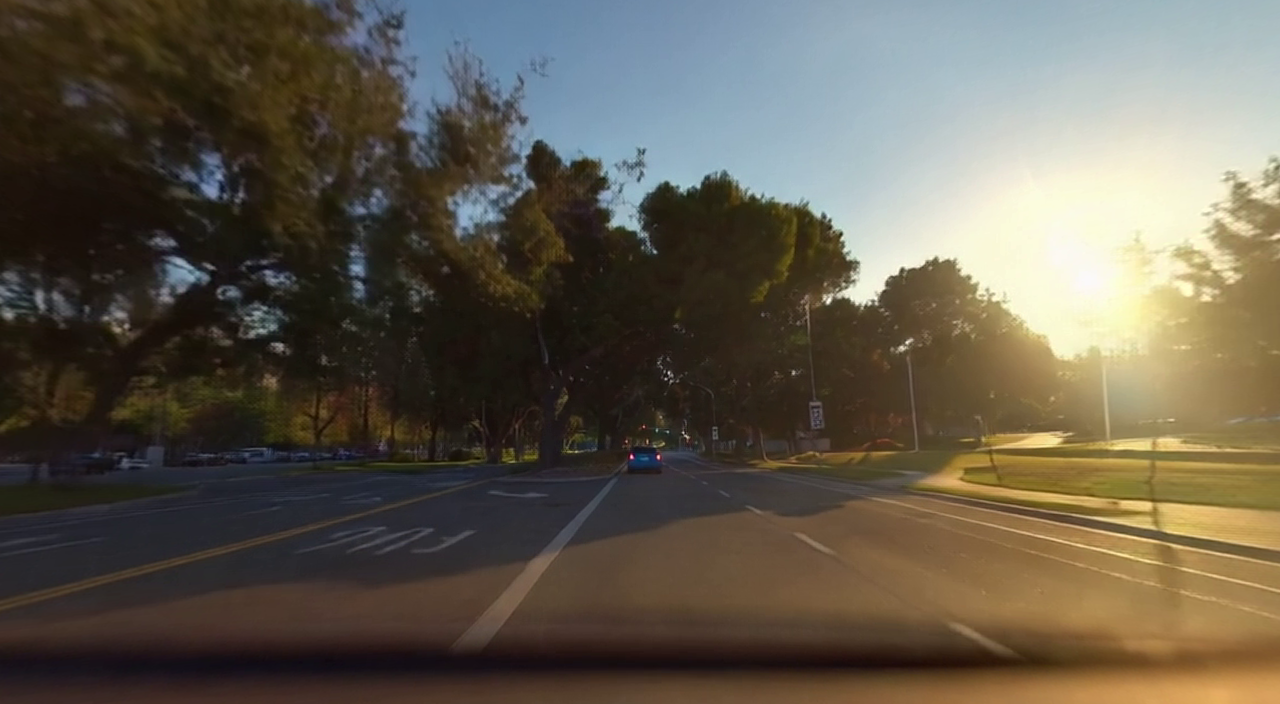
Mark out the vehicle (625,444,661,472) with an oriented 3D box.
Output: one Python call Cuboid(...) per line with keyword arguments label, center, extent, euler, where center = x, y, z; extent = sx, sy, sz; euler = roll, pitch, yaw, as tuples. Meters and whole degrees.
Cuboid(label="vehicle", center=(0.105, 6.095, 36.657), extent=(1.978, 1.499, 3.915), euler=(0, -8, -1))
